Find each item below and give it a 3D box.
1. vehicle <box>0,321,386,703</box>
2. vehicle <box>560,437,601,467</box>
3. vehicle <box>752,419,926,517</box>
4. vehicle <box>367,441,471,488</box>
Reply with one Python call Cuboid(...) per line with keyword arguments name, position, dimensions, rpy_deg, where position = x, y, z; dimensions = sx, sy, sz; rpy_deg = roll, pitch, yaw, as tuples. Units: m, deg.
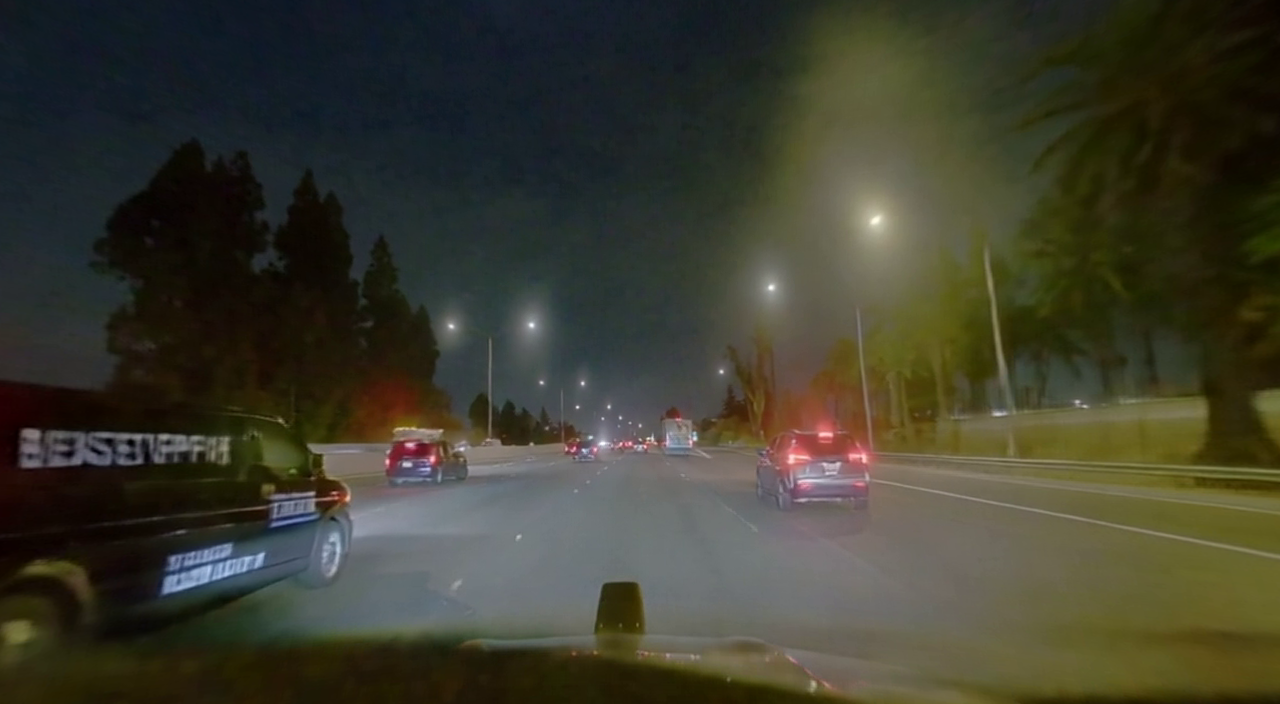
Cuboid(name="vehicle", position=(-4.036, 1.044, 4.489), dimensions=(2.215, 1.859, 5.375), rpy_deg=(0, -9, 0))
Cuboid(name="vehicle", position=(-3.578, 6.117, 38.569), dimensions=(2.017, 1.683, 4.094), rpy_deg=(0, -9, 1))
Cuboid(name="vehicle", position=(3.842, 2.340, 13.184), dimensions=(2.124, 1.674, 4.494), rpy_deg=(0, -9, 0))
Cuboid(name="vehicle", position=(-7.593, 3.897, 22.139), dimensions=(2.050, 1.487, 4.372), rpy_deg=(0, -9, 0))
